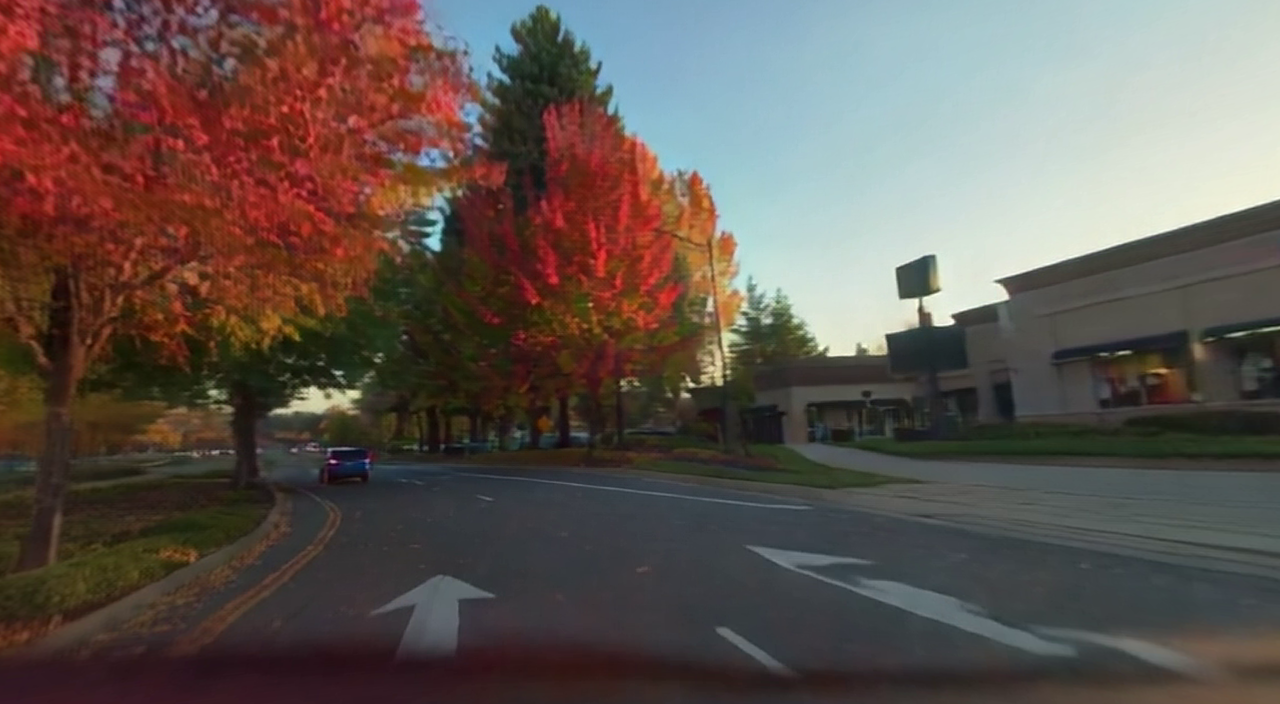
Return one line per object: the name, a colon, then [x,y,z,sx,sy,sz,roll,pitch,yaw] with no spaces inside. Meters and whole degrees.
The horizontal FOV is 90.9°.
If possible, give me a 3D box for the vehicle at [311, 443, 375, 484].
vehicle: [-14.817,5.430,31.267,2.146,1.814,5.110,5,-10,-32]
